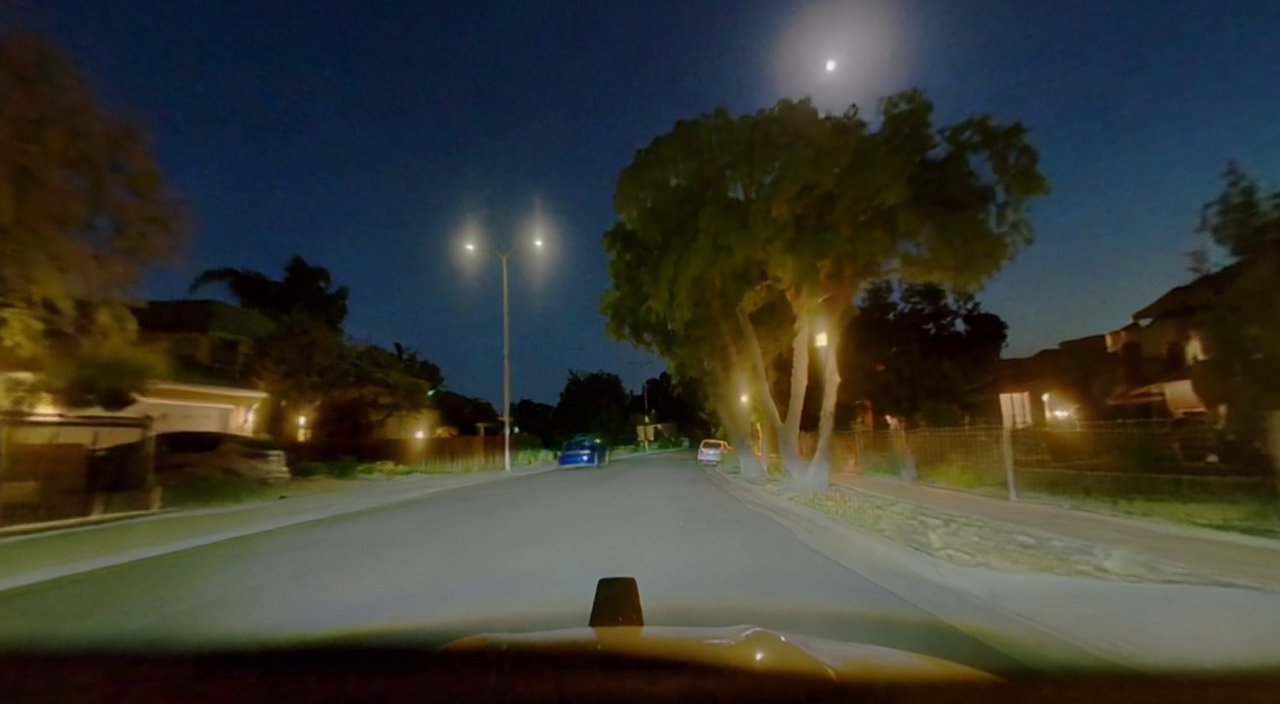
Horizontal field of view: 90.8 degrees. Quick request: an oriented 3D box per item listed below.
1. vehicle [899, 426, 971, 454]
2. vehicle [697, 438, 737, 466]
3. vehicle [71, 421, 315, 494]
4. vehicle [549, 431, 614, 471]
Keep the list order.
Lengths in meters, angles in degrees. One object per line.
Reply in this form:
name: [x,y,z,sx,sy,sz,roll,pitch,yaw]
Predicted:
vehicle: [18.650,5.549,40.092,3.903,1.592,1.921,-2,-6,18]
vehicle: [5.001,6.549,41.544,2.051,1.676,4.497,0,-8,0]
vehicle: [-13.049,3.096,18.758,5.497,1.983,2.191,0,-8,0]
vehicle: [-3.120,5.588,35.727,2.274,2.008,6.986,-1,-8,6]
